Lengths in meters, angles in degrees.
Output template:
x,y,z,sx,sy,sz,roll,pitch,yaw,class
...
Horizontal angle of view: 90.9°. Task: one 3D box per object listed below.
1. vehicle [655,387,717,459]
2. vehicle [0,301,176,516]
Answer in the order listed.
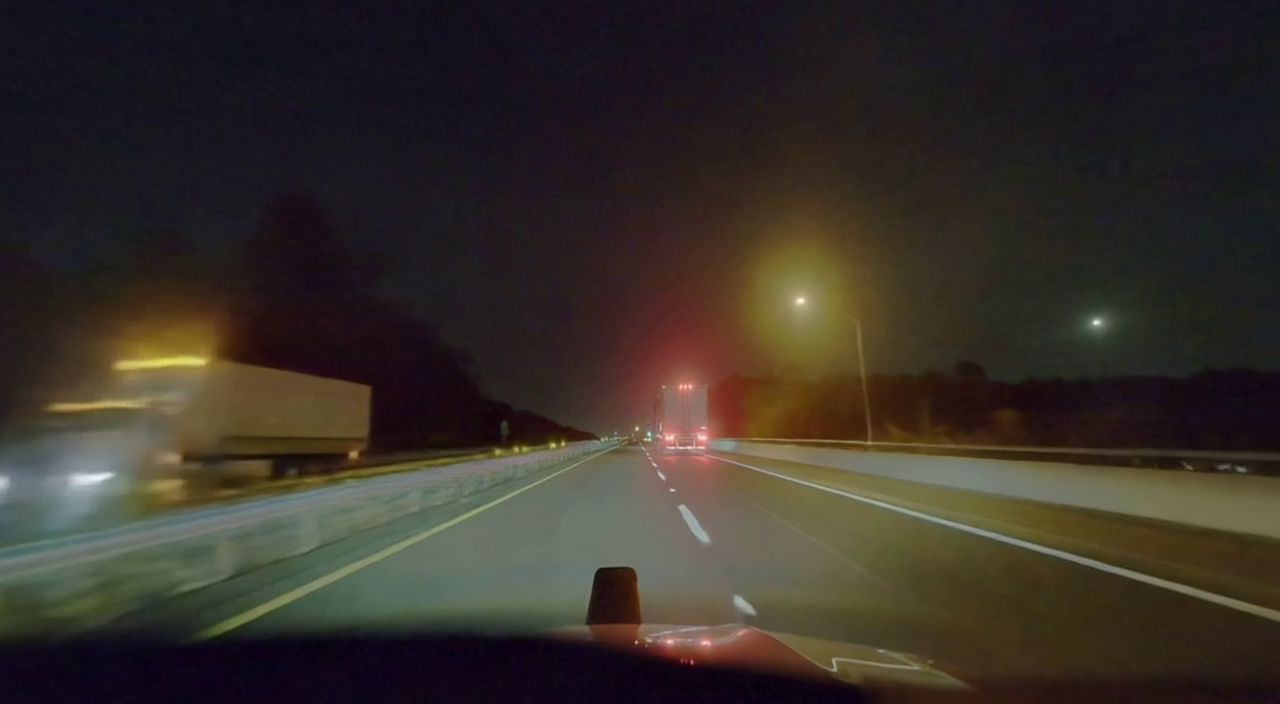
x,y,z,sx,sy,sz,roll,pitch,yaw,class
2.727,4.885,42.286,2.924,4.024,13.639,0,-8,-1,vehicle
-14.446,1.346,14.221,2.993,4.321,6.272,0,-8,0,vehicle
